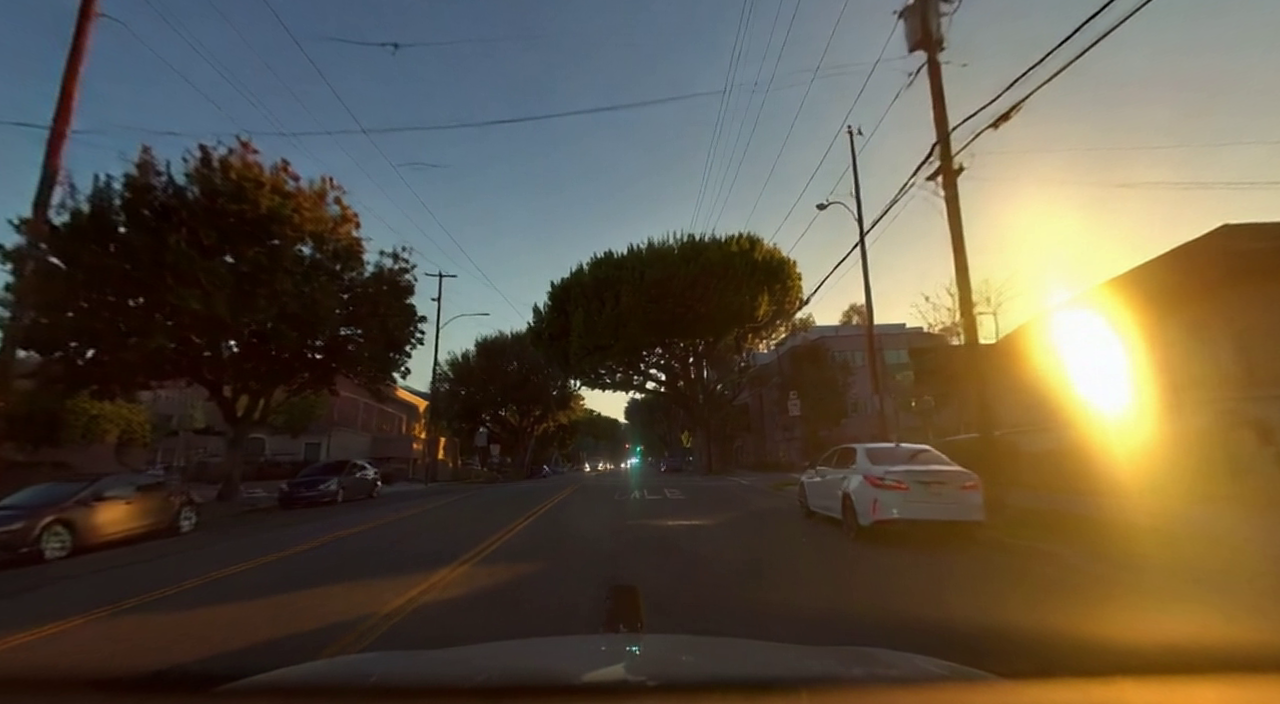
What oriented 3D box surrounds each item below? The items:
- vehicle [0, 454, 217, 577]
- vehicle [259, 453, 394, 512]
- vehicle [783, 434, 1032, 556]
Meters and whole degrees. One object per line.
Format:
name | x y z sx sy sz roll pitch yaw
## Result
vehicle | -9.413 2.609 10.599 1.884 1.526 4.061 -5 -8 0
vehicle | -9.472 3.942 19.623 2.000 1.495 4.687 0 -9 -3
vehicle | 3.814 2.115 10.145 1.946 1.468 4.721 0 -9 0
